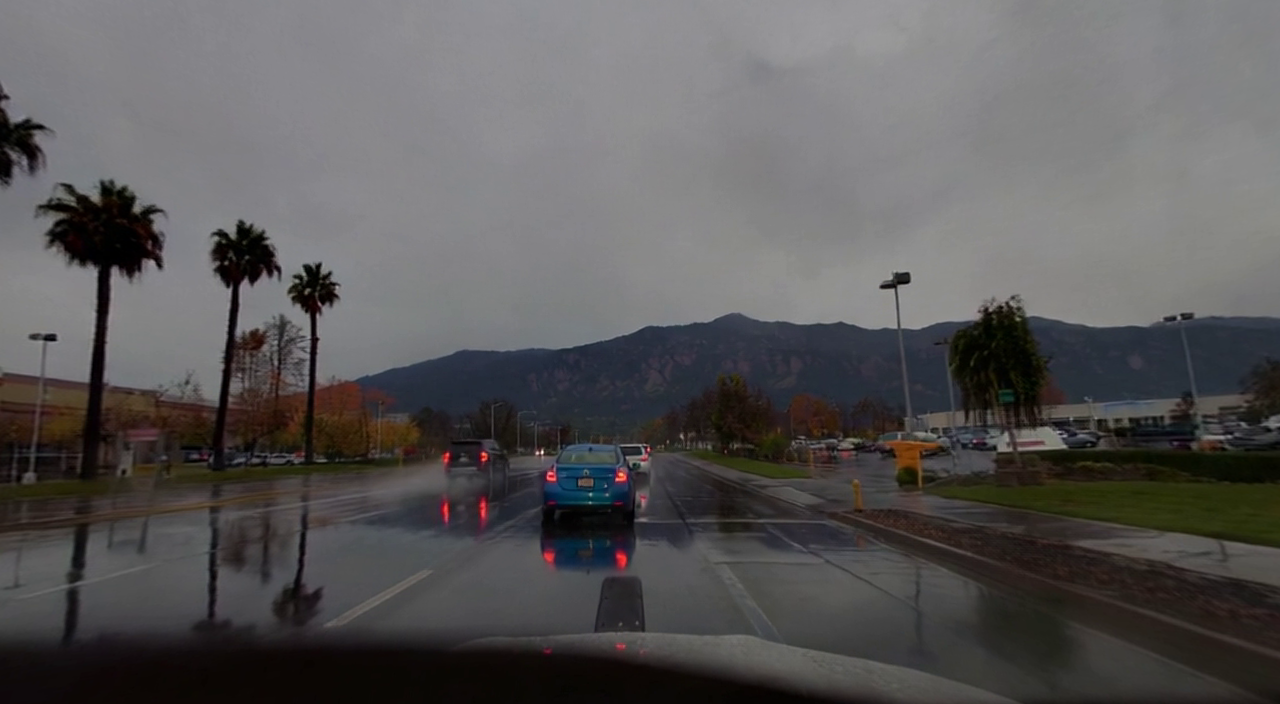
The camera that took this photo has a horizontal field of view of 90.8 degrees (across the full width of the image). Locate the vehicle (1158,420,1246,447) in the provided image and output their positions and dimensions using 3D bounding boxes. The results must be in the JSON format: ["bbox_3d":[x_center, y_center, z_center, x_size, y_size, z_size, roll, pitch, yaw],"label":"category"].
[{"bbox_3d":[38.329,5.573,43.141,4.321,1.578,1.958,-2,-8,-7],"label":"vehicle"}]

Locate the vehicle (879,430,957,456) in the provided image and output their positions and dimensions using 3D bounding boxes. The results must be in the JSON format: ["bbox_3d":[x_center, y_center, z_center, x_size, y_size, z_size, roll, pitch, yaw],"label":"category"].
[{"bbox_3d":[19.065,6.285,43.529,1.925,1.652,4.490,6,-10,-35],"label":"vehicle"}]

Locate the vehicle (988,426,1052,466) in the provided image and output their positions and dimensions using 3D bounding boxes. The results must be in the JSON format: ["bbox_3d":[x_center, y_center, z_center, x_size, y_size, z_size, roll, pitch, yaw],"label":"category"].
[{"bbox_3d":[16.375,4.037,27.098,1.961,1.526,4.640,-6,-10,34],"label":"vehicle"}]

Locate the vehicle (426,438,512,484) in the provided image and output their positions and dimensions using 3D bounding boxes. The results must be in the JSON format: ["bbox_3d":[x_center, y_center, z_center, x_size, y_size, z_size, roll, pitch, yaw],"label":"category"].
[{"bbox_3d":[-7.725,4.955,29.174,2.400,1.900,5.325,0,-9,1],"label":"vehicle"}]

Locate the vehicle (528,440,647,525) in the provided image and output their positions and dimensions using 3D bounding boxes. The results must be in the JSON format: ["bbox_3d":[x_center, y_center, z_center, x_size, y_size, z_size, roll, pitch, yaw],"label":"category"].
[{"bbox_3d":[-0.996,2.577,13.017,2.067,1.459,3.886,0,-9,-2],"label":"vehicle"}]
